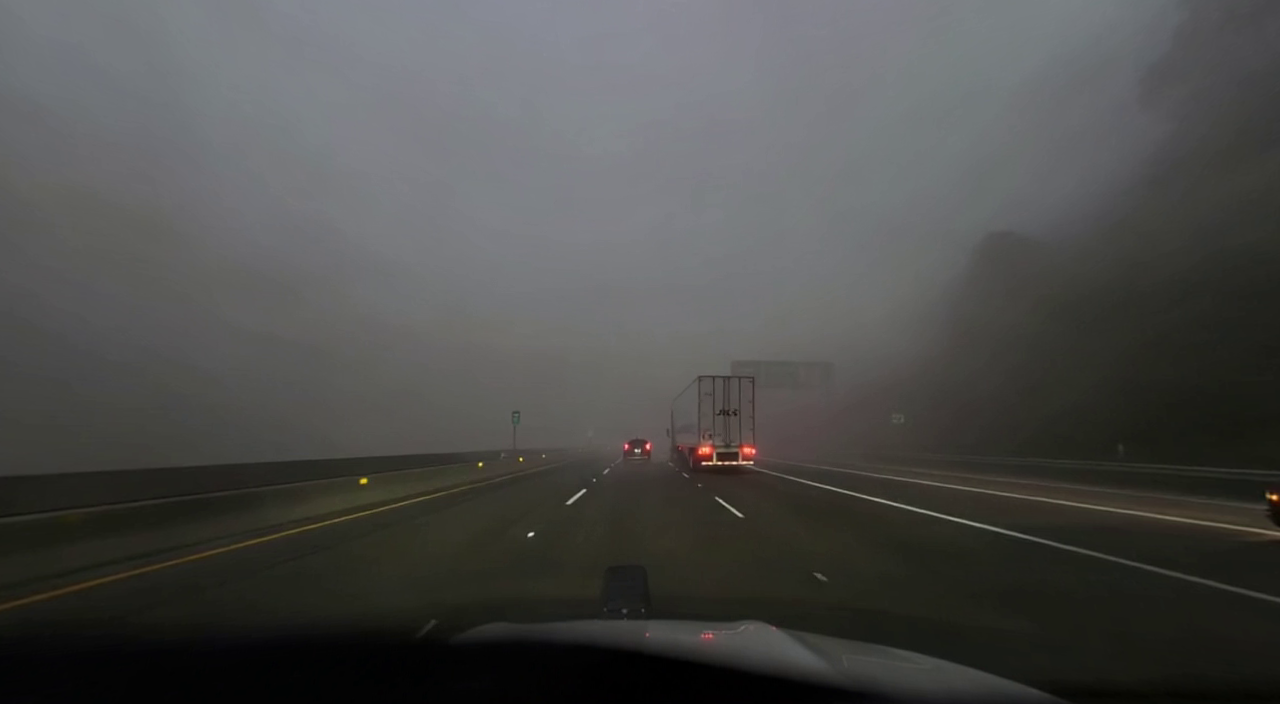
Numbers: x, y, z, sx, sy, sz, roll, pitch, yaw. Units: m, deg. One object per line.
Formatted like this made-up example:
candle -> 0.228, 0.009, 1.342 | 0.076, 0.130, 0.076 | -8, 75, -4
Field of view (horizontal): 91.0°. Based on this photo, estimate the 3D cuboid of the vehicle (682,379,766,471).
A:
vehicle -> 4.084, 3.990, 33.170 | 3.014, 4.068, 10.359 | 0, -8, 0

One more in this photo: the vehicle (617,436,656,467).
vehicle -> -0.180, 5.603, 35.595 | 2.050, 1.654, 4.192 | 0, -8, 0
